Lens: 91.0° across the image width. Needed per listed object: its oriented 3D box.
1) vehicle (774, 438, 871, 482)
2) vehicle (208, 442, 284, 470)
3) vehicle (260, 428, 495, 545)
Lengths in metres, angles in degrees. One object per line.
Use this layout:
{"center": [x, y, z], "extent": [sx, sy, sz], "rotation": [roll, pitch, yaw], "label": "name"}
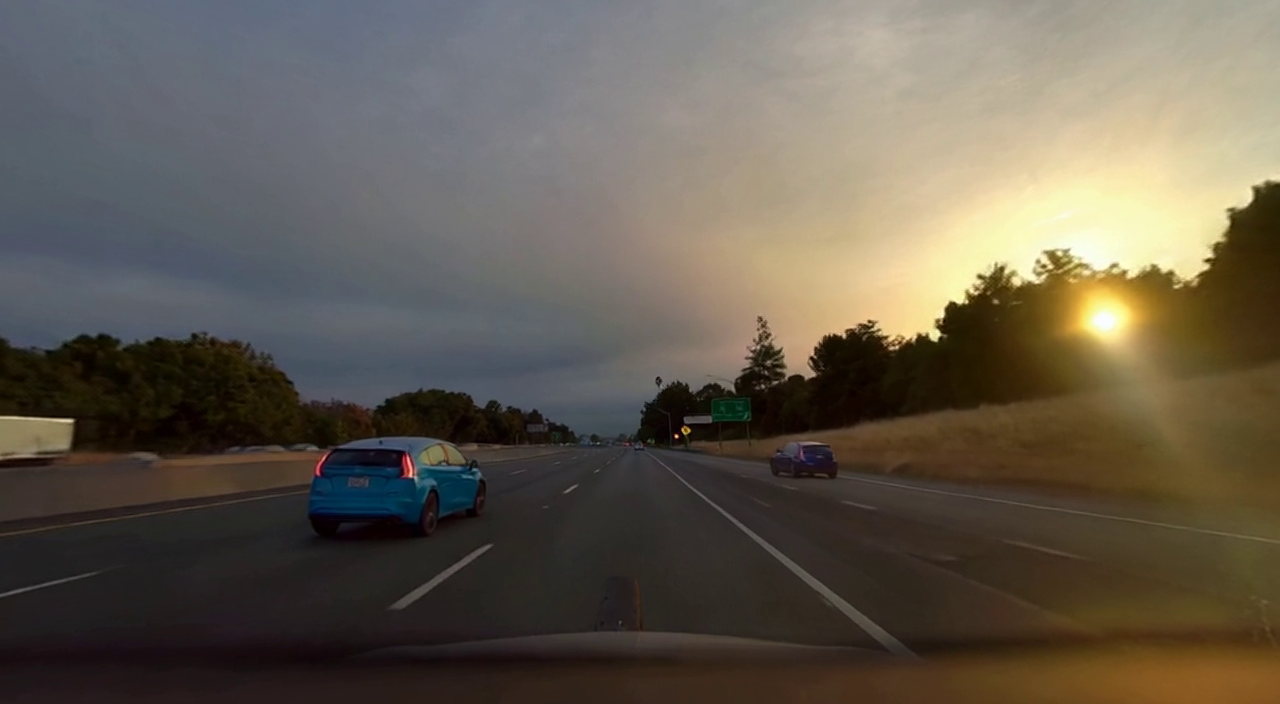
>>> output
{"center": [6.695, 4.023, 23.723], "extent": [2.049, 1.481, 4.774], "rotation": [0, -9, -2], "label": "vehicle"}
{"center": [-28.526, 7.519, 45.805], "extent": [2.124, 1.912, 5.133], "rotation": [0, -9, 0], "label": "vehicle"}
{"center": [-3.970, 2.109, 10.547], "extent": [1.987, 1.516, 4.478], "rotation": [0, -9, 0], "label": "vehicle"}
